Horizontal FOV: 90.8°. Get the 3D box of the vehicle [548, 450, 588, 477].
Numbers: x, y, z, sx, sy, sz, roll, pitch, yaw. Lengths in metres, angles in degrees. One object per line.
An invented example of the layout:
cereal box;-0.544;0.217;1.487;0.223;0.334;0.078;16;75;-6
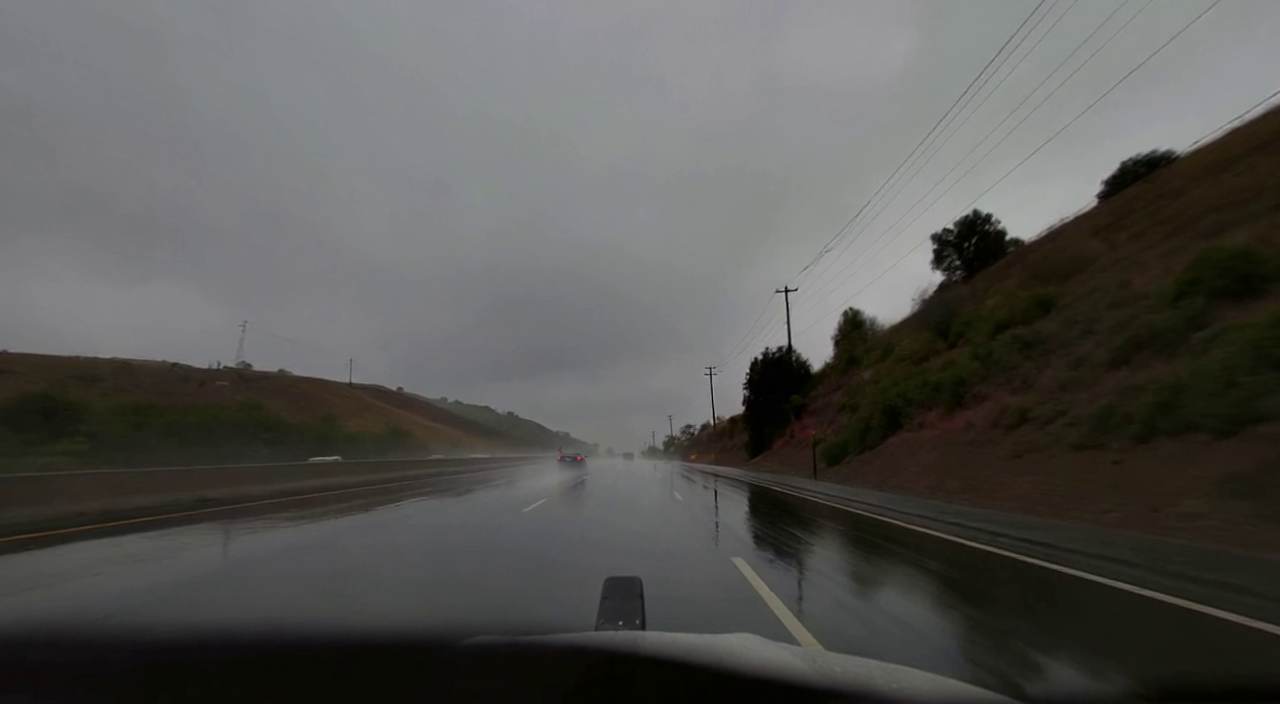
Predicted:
vehicle;-4.294;6.679;38.122;1.924;1.511;4.079;0;-9;0
